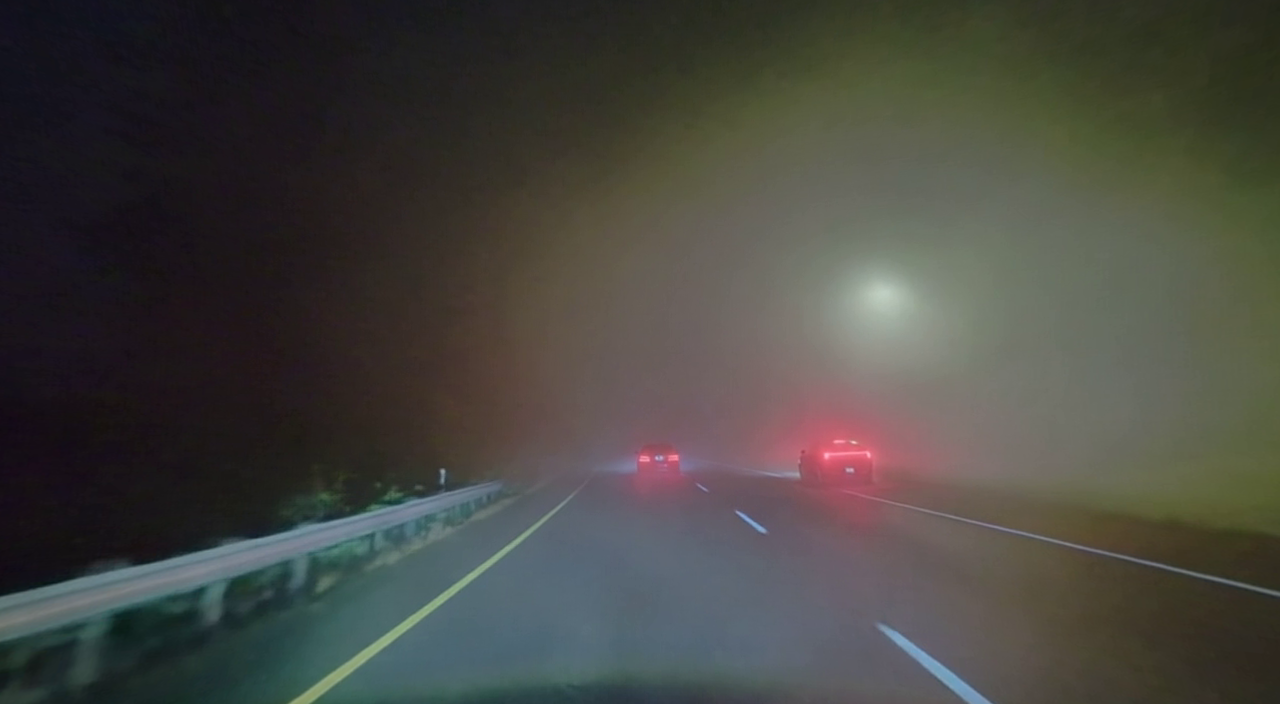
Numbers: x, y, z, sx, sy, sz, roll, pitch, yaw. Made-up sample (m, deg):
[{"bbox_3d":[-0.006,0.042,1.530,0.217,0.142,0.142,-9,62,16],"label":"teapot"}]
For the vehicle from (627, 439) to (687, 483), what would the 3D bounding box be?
[{"bbox_3d":[0.529,4.034,23.606,2.029,1.474,4.183,0,-8,-2],"label":"vehicle"}]
